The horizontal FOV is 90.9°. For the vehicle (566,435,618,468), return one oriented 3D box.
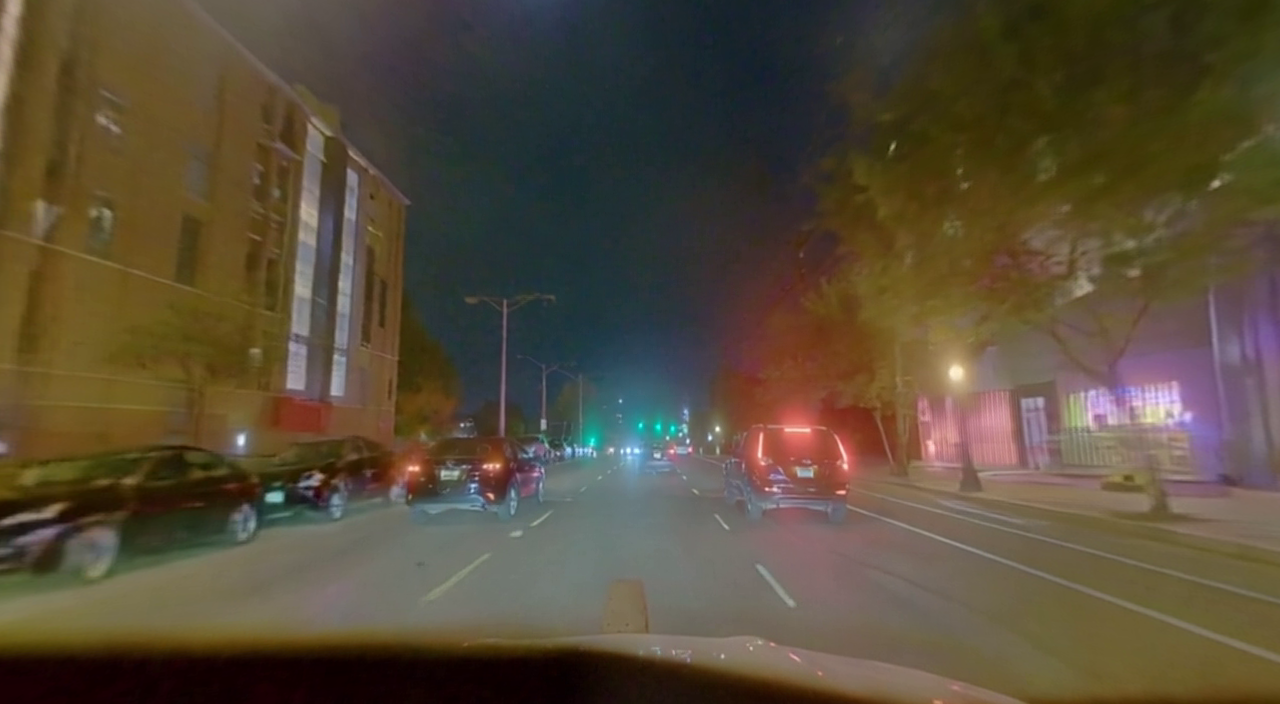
[{"bbox_3d":[-2.305,4.893,31.421,2.019,1.507,4.643,0,-8,2],"label":"vehicle"}]

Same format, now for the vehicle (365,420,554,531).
[{"bbox_3d":[-2.941,2.087,11.318,2.085,1.619,3.976,0,-8,2],"label":"vehicle"}]

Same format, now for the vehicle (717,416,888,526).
[{"bbox_3d":[2.805,2.152,12.080,2.094,1.709,4.394,0,-8,0],"label":"vehicle"}]

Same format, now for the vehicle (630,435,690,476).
[{"bbox_3d":[0.741,3.988,24.656,2.139,1.466,4.373,0,-8,1],"label":"vehicle"}]

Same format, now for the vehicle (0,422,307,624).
[{"bbox_3d":[-5.798,1.593,6.981,1.869,1.516,4.351,0,-8,0],"label":"vehicle"}]
